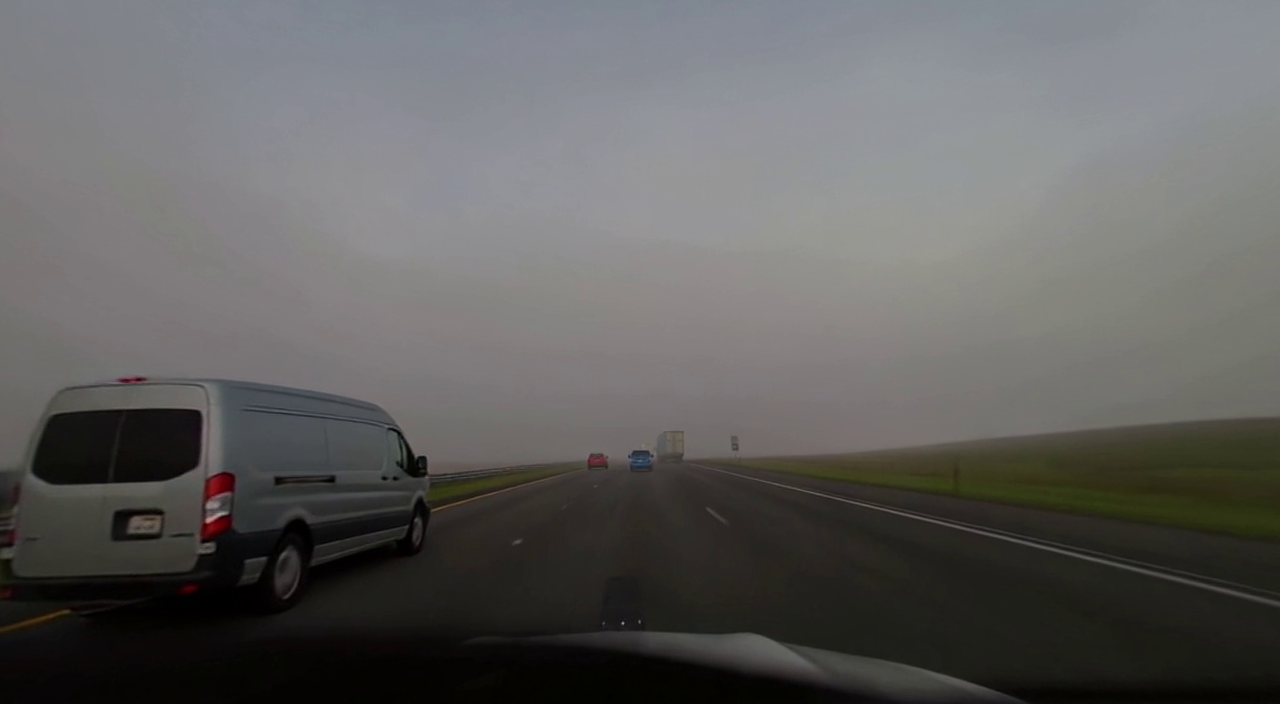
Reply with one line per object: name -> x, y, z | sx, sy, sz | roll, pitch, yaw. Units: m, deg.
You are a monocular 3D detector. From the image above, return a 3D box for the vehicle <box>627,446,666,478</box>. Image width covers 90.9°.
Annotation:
vehicle -> 0.360, 6.200, 35.840 | 2.083, 1.689, 4.083 | -1, -9, 0

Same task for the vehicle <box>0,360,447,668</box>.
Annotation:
vehicle -> -3.862, 1.407, 6.497 | 2.238, 1.984, 4.650 | 0, -9, 0
